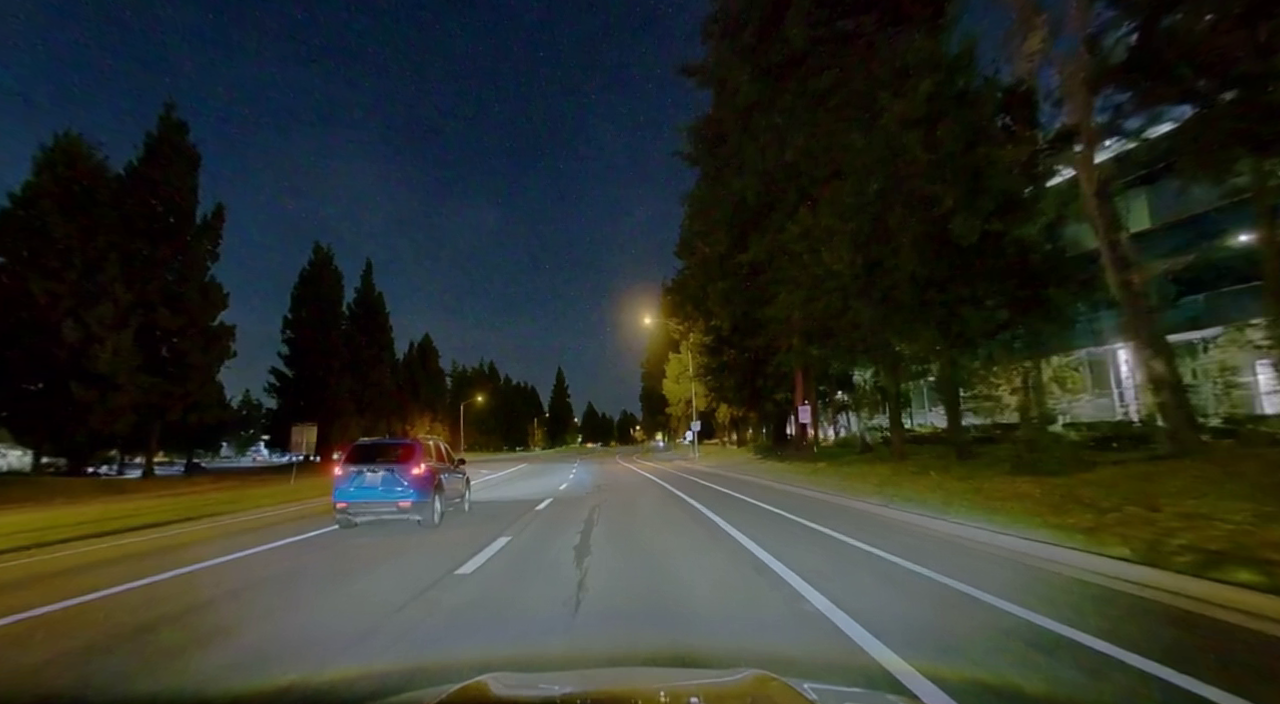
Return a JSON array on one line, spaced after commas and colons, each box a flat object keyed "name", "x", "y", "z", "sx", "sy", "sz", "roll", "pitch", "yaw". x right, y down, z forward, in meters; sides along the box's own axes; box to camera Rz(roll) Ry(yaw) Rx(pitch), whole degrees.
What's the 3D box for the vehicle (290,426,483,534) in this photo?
[{"name": "vehicle", "x": -4.652, "y": 2.407, "z": 12.480, "sx": 2.121, "sy": 1.724, "sz": 4.392, "roll": 0, "pitch": -9, "yaw": -2}]
